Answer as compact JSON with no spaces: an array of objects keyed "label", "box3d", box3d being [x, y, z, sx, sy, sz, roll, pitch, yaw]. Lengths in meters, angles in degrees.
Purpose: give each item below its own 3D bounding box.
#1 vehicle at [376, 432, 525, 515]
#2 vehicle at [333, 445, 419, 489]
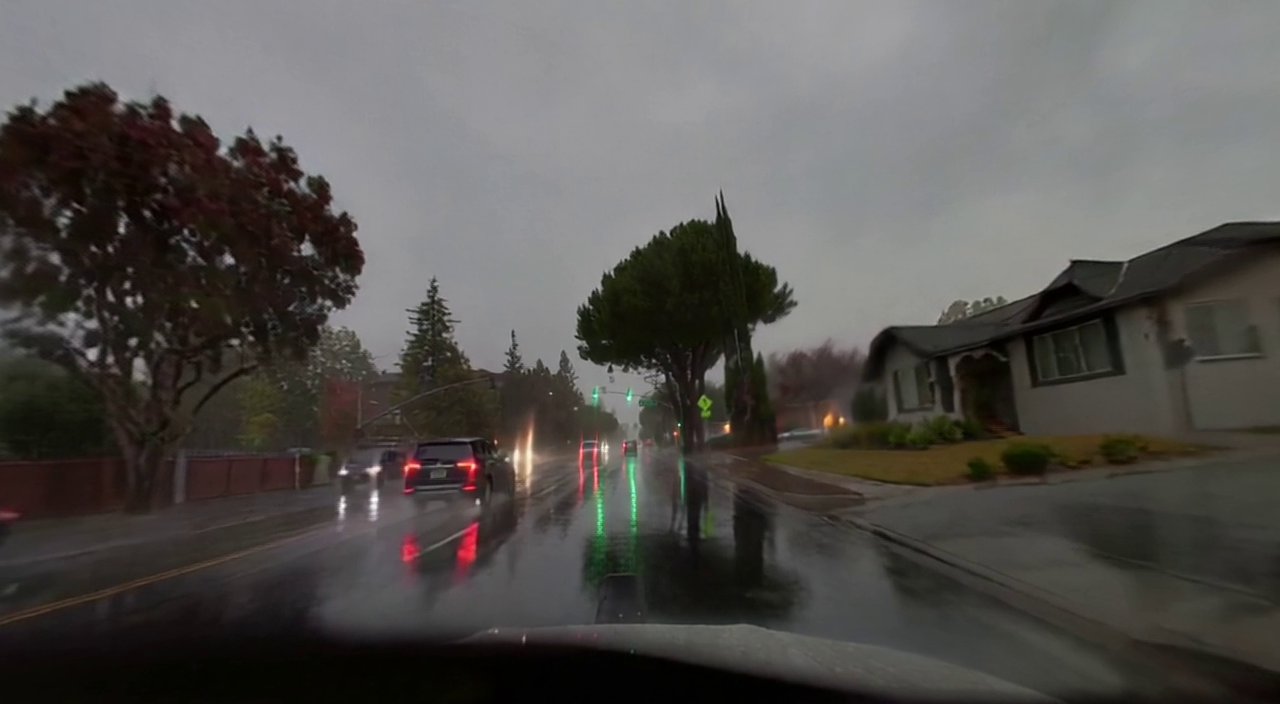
[{"label":"vehicle","box3d":[-4.375,2.873,15.502,2.169,1.706,4.638,0,-8,0]},{"label":"vehicle","box3d":[-14.586,6.357,35.393,2.263,2.211,6.122,0,-8,-1]}]
